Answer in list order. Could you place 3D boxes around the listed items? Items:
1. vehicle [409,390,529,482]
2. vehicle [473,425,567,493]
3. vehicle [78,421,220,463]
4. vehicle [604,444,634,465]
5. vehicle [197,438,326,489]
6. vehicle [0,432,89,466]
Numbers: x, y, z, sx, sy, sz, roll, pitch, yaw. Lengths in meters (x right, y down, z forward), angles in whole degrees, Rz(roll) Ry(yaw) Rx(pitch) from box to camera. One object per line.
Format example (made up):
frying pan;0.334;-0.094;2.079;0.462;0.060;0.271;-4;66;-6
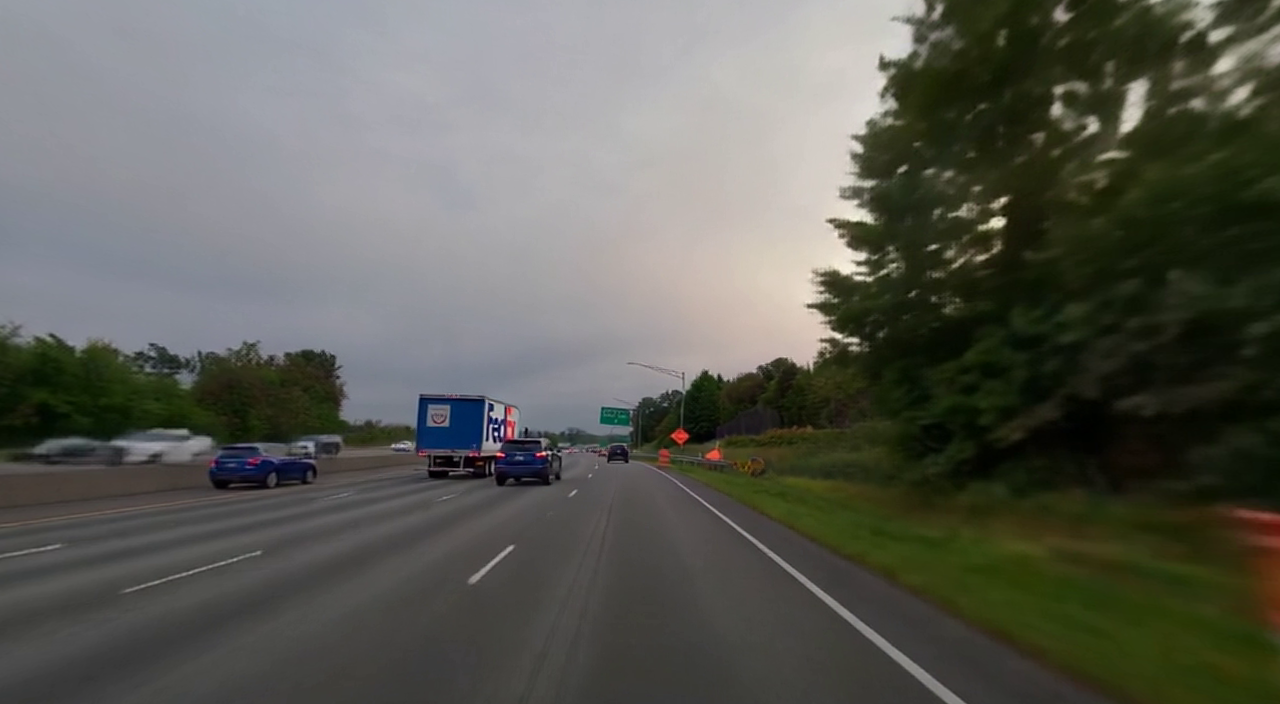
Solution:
vehicle;-6.844;3.637;26.850;2.870;3.266;8.589;0;-9;-1
vehicle;-3.657;3.377;20.216;2.170;1.886;4.628;0;-9;-1
vehicle;-23.531;4.412;30.709;2.212;1.846;6.051;0;-9;-2
vehicle;-1.582;7.571;46.820;2.043;1.489;3.839;1;-9;-4
vehicle;-13.570;4.011;23.021;2.018;1.668;4.409;0;-9;-1
vehicle;-33.683;5.369;34.922;1.990;1.758;5.022;0;-9;-3
